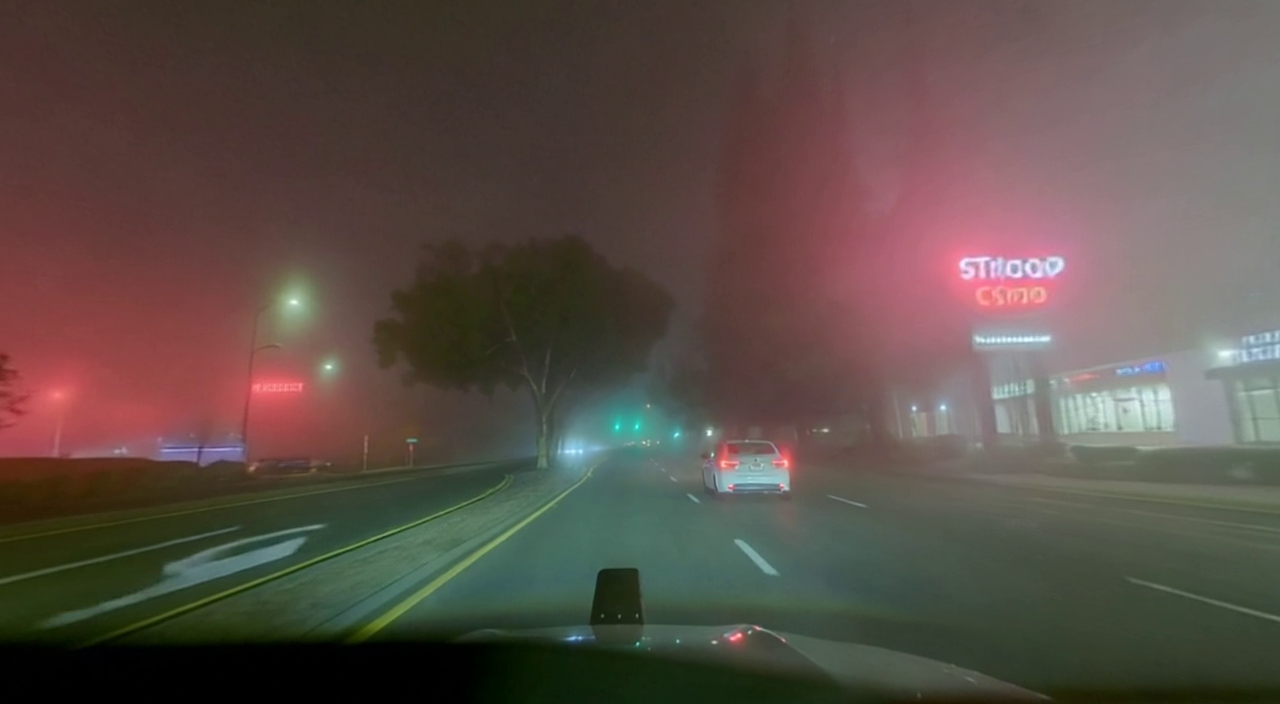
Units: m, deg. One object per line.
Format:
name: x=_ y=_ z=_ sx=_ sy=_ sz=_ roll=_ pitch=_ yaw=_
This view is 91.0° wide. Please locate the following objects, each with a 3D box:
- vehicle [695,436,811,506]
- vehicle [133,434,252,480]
vehicle: x=2.646 y=2.915 z=15.877 sx=2.015 sy=1.479 sz=4.444 roll=0 pitch=-9 yaw=-1
vehicle: x=-28.229 y=6.643 z=40.030 sx=5.802 sy=2.743 sz=2.245 roll=5 pitch=-10 yaw=-32
